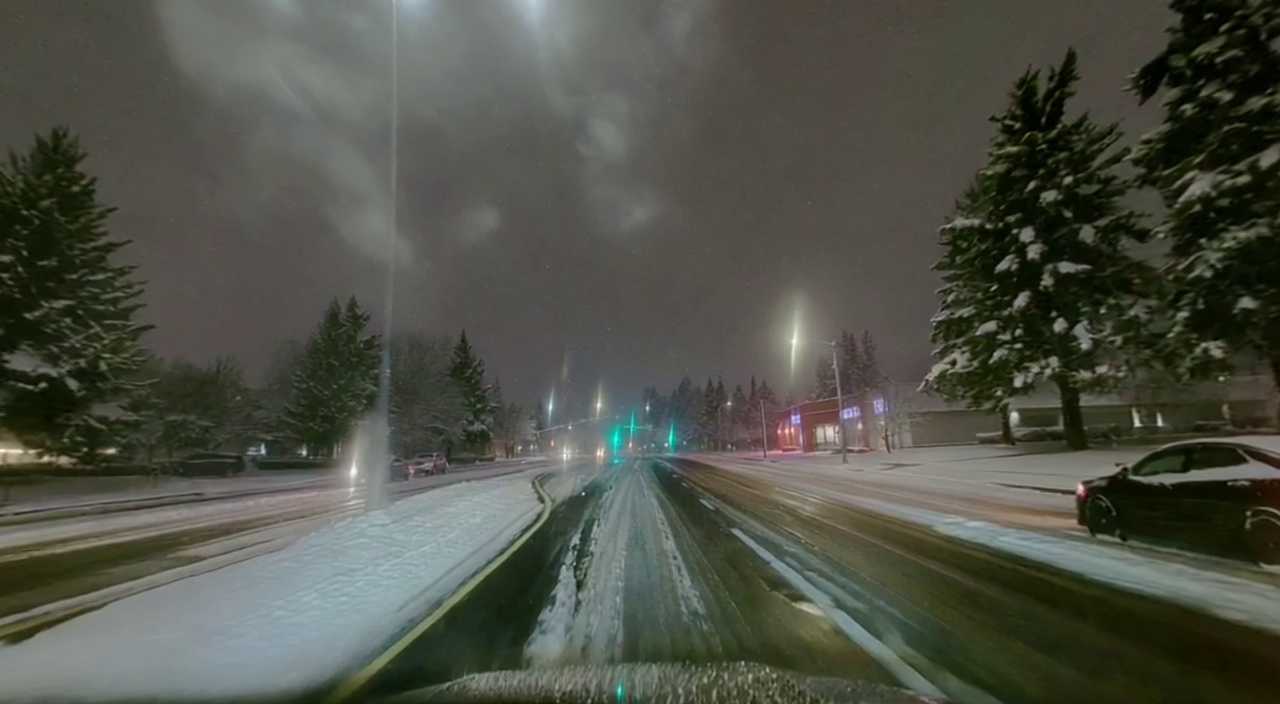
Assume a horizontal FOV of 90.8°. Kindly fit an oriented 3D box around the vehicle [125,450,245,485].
[{"bbox_3d":[-27.932,7.082,39.002,5.702,1.985,2.175,7,-12,-35],"label":"vehicle"}]

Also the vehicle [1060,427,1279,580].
[{"bbox_3d":[7.132,1.599,7.019,1.936,1.460,4.258,0,-8,-1],"label":"vehicle"}]

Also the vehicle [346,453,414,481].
[{"bbox_3d":[-15.040,6.653,36.848,2.001,1.485,4.469,-1,-8,2],"label":"vehicle"}]
